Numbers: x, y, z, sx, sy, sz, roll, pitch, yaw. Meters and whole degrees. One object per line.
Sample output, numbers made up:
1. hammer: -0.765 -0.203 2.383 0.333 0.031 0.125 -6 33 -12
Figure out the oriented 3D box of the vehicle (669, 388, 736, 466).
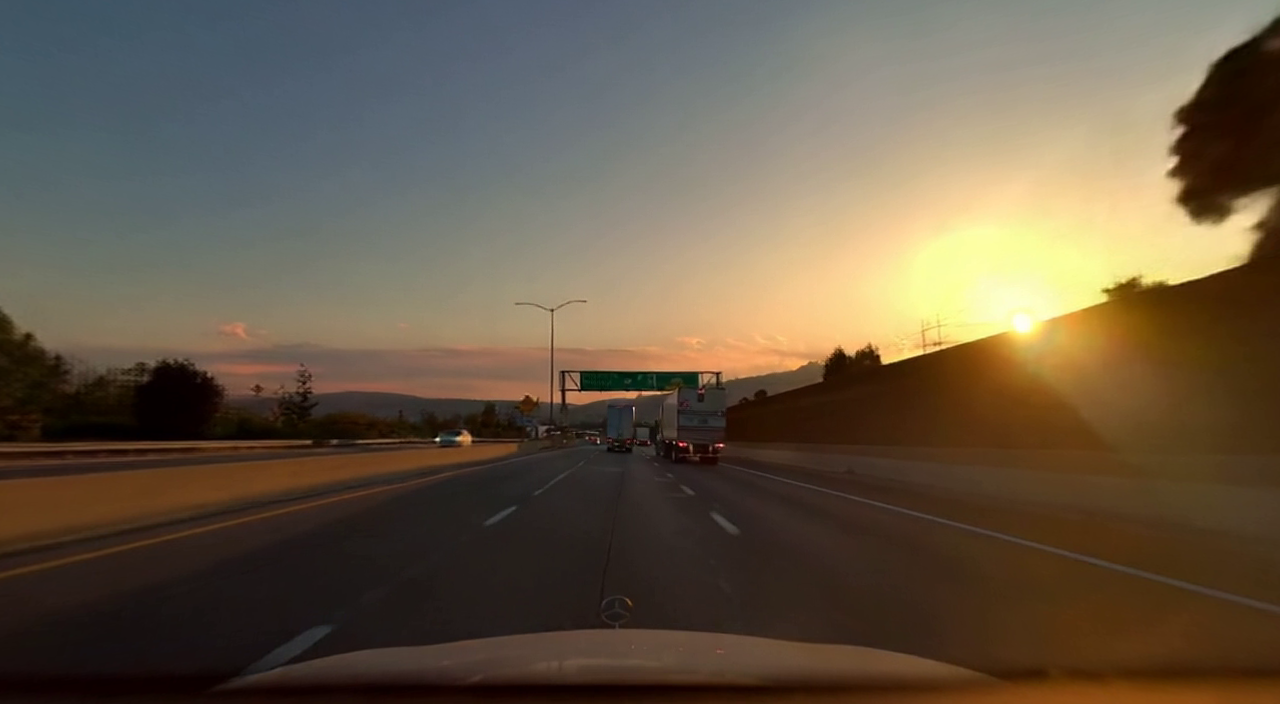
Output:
1. vehicle: 3.433 4.462 37.000 2.873 3.998 8.286 0 -8 -2
